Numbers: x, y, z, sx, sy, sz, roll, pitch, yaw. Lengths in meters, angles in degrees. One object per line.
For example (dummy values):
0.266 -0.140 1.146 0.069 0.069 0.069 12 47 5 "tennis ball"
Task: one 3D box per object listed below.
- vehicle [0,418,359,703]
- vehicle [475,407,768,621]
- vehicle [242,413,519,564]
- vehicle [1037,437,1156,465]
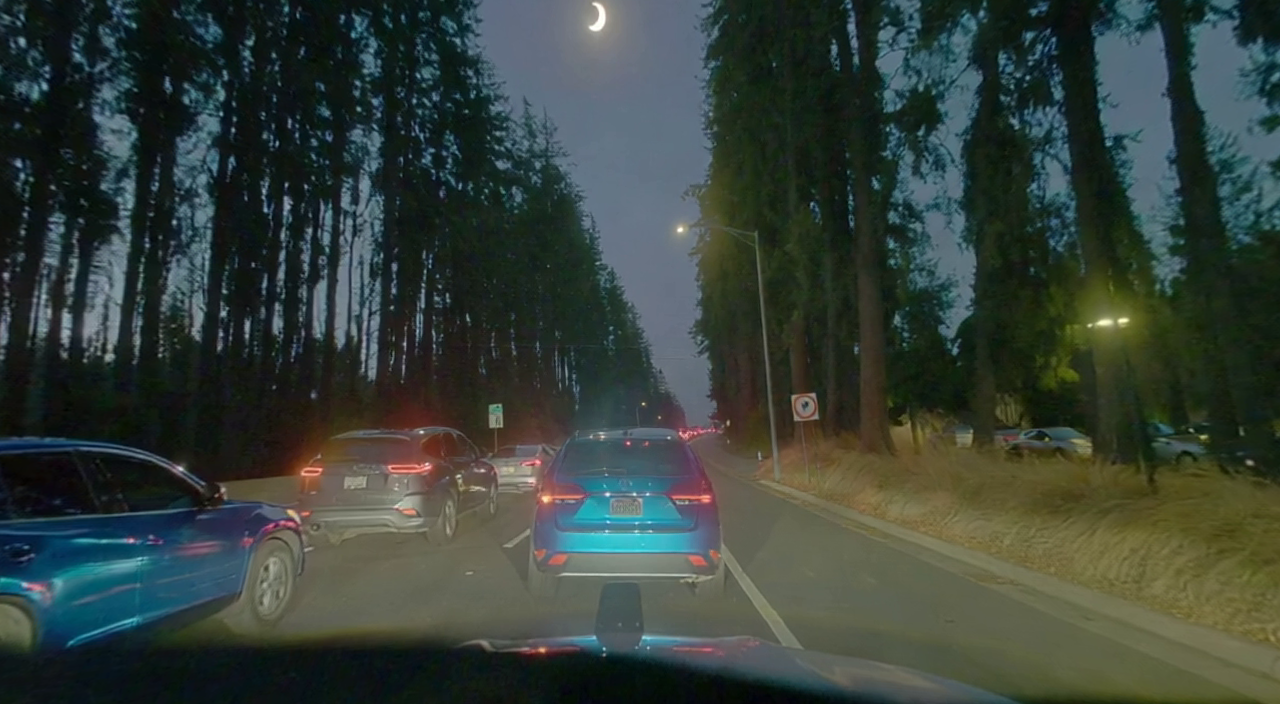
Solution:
-3.656 1.161 3.626 1.922 1.464 4.424 0 -8 2 "vehicle"
-0.037 1.515 6.828 2.229 1.591 3.897 -1 -8 4 "vehicle"
-3.502 1.939 9.789 2.188 1.745 4.618 0 -8 2 "vehicle"
28.433 6.164 39.443 5.955 1.702 2.166 1 -8 -6 "vehicle"
